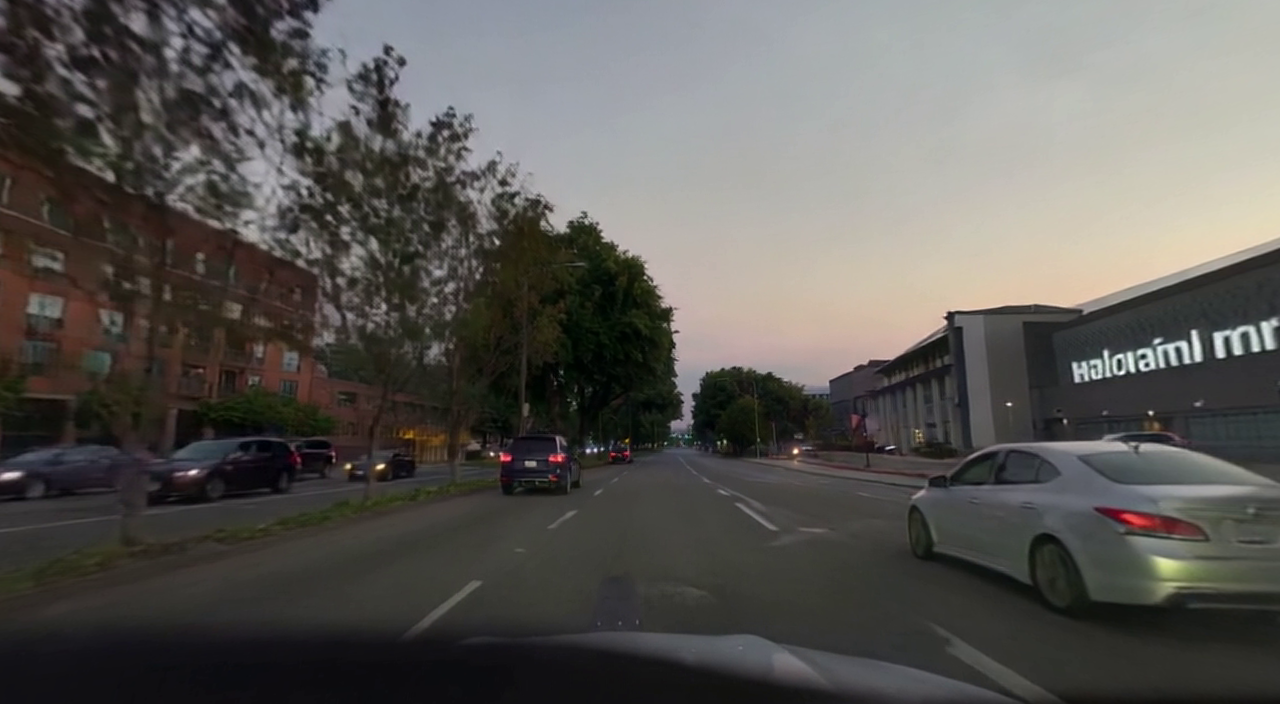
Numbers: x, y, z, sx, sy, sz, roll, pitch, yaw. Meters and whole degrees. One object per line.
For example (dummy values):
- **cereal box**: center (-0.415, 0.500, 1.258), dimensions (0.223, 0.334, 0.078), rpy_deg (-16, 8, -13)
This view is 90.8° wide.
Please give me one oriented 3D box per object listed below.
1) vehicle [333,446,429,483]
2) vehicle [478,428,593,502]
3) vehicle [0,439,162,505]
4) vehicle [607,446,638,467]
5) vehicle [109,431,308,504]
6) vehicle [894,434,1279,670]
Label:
- **vehicle**: center (-11.109, 4.832, 27.567), dimensions (1.960, 1.451, 4.870), rpy_deg (0, -9, 2)
- **vehicle**: center (-2.821, 3.233, 18.437), dimensions (2.305, 1.833, 4.912), rpy_deg (-1, -9, 3)
- **vehicle**: center (-15.301, 3.117, 16.825), dimensions (1.871, 1.515, 4.229), rpy_deg (0, -9, -1)
- **vehicle**: center (-1.317, 8.015, 48.596), dimensions (1.976, 1.571, 4.649), rpy_deg (-1, -9, 3)
- **vehicle**: center (-11.535, 3.114, 17.428), dimensions (2.016, 1.710, 4.734), rpy_deg (0, -9, 2)
- **vehicle**: center (4.398, 1.595, 6.232), dimensions (1.960, 1.471, 4.378), rpy_deg (0, -9, 0)
